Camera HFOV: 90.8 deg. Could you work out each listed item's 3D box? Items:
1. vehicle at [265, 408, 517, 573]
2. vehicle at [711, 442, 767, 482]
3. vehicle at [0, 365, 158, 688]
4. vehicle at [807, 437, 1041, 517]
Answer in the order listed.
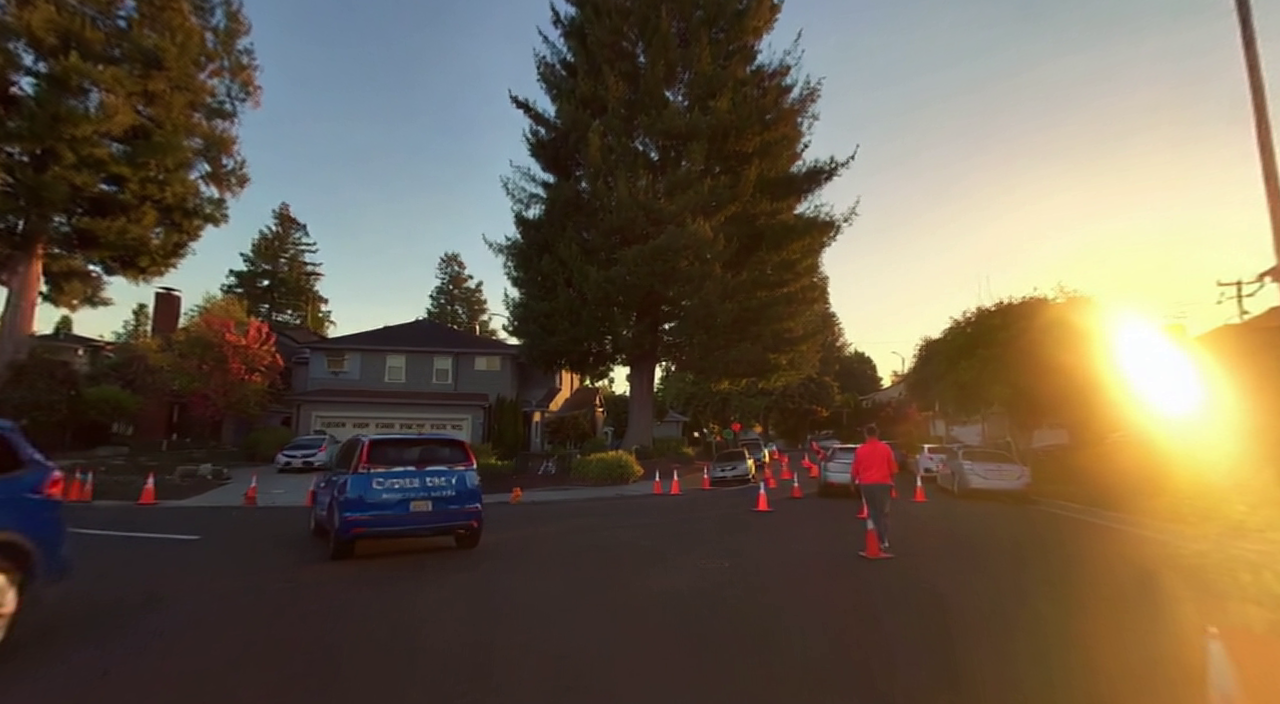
[{"bbox_3d":[-3.773,1.824,9.158,2.350,1.748,4.094,6,-10,-36],"label":"vehicle"},{"bbox_3d":[4.811,5.188,30.241,2.014,1.742,4.297,-3,-9,16],"label":"vehicle"},{"bbox_3d":[-4.819,0.868,2.547,2.471,1.892,4.952,1,-9,-10],"label":"vehicle"},{"bbox_3d":[6.621,2.850,14.925,4.656,1.577,2.099,1,-8,-15],"label":"vehicle"}]
